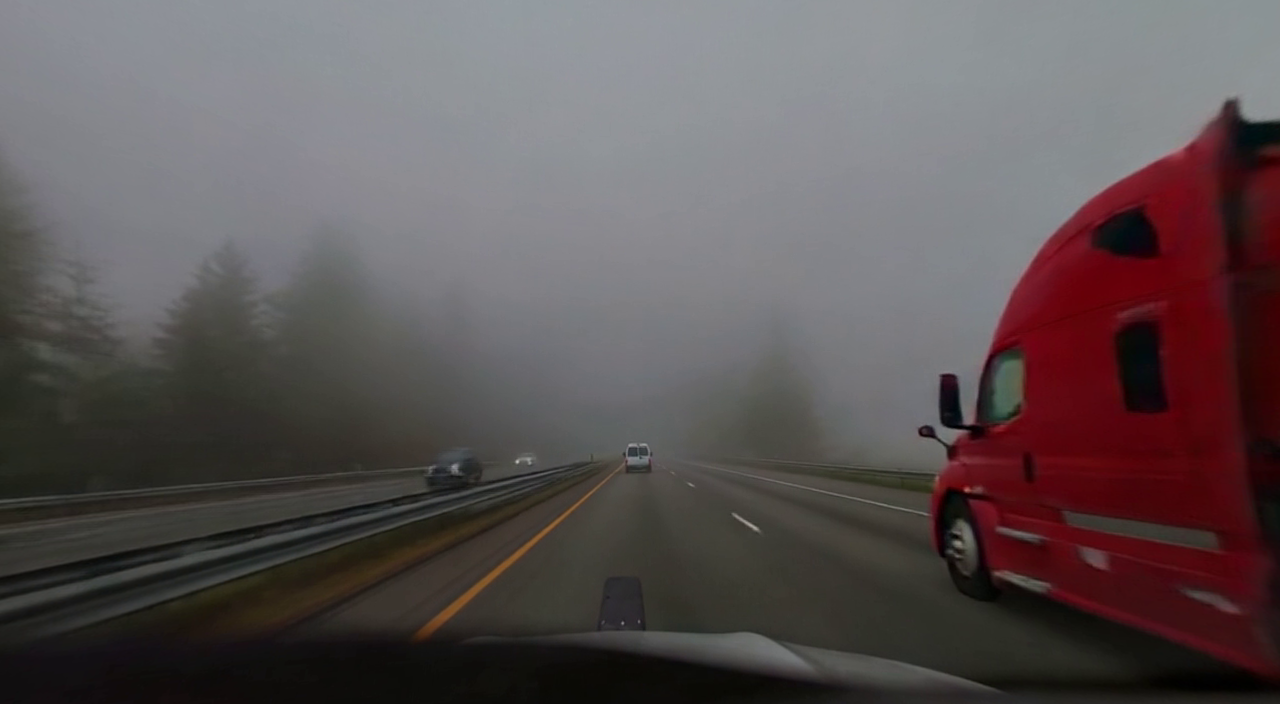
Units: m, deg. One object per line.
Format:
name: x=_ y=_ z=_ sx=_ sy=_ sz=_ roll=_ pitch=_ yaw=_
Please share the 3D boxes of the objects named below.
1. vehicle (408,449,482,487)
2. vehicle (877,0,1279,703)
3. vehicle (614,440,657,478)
vehicle: x=-8.711 y=5.205 z=28.556 sx=2.014 sy=1.567 sz=4.117 roll=0 pitch=-9 yaw=0
vehicle: x=4.222 y=0.074 z=4.227 sx=2.945 sy=3.903 sz=5.826 roll=0 pitch=-9 yaw=1
vehicle: x=-0.215 y=5.645 z=33.298 sx=2.105 sy=1.865 sz=4.102 roll=0 pitch=-9 yaw=0
